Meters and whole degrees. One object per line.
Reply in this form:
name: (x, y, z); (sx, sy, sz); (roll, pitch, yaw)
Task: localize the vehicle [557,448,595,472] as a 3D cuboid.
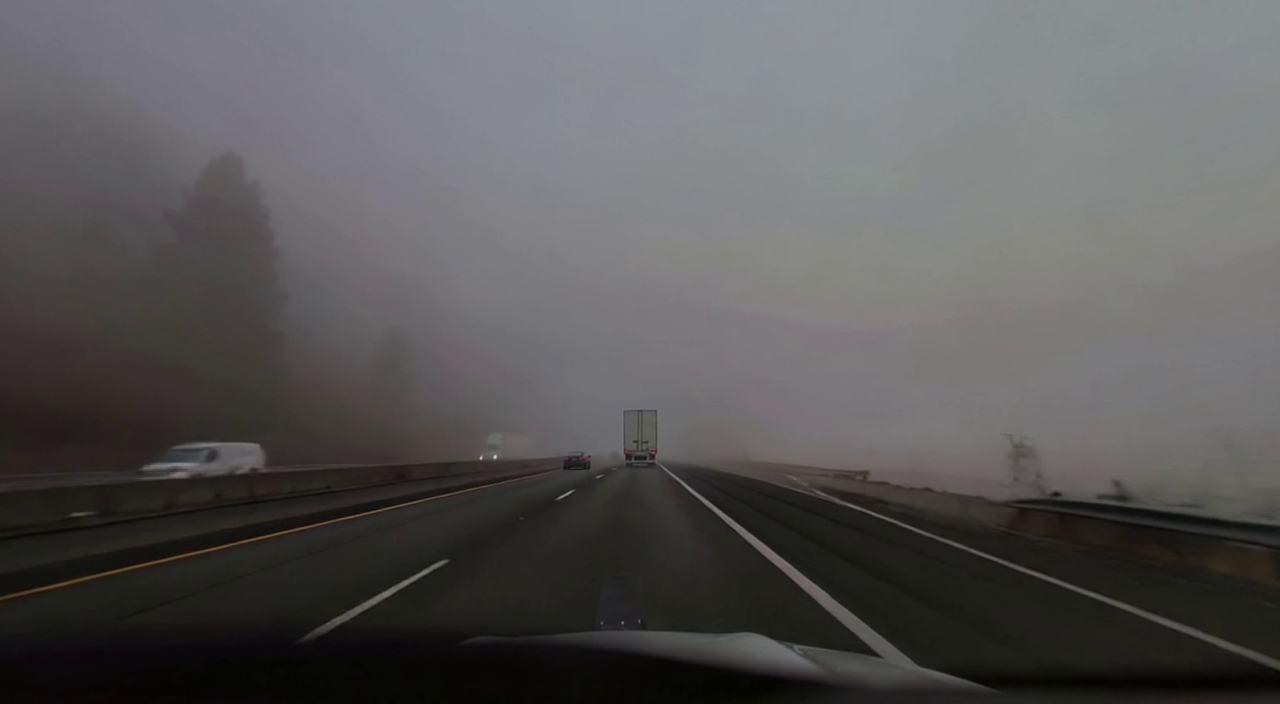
vehicle: (-4.345, 7.364, 43.235); (2.051, 1.538, 4.569); (0, -9, 1)

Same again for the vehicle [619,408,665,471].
vehicle: (0.163, 6.348, 45.159); (2.899, 3.966, 10.053); (0, -9, 0)
